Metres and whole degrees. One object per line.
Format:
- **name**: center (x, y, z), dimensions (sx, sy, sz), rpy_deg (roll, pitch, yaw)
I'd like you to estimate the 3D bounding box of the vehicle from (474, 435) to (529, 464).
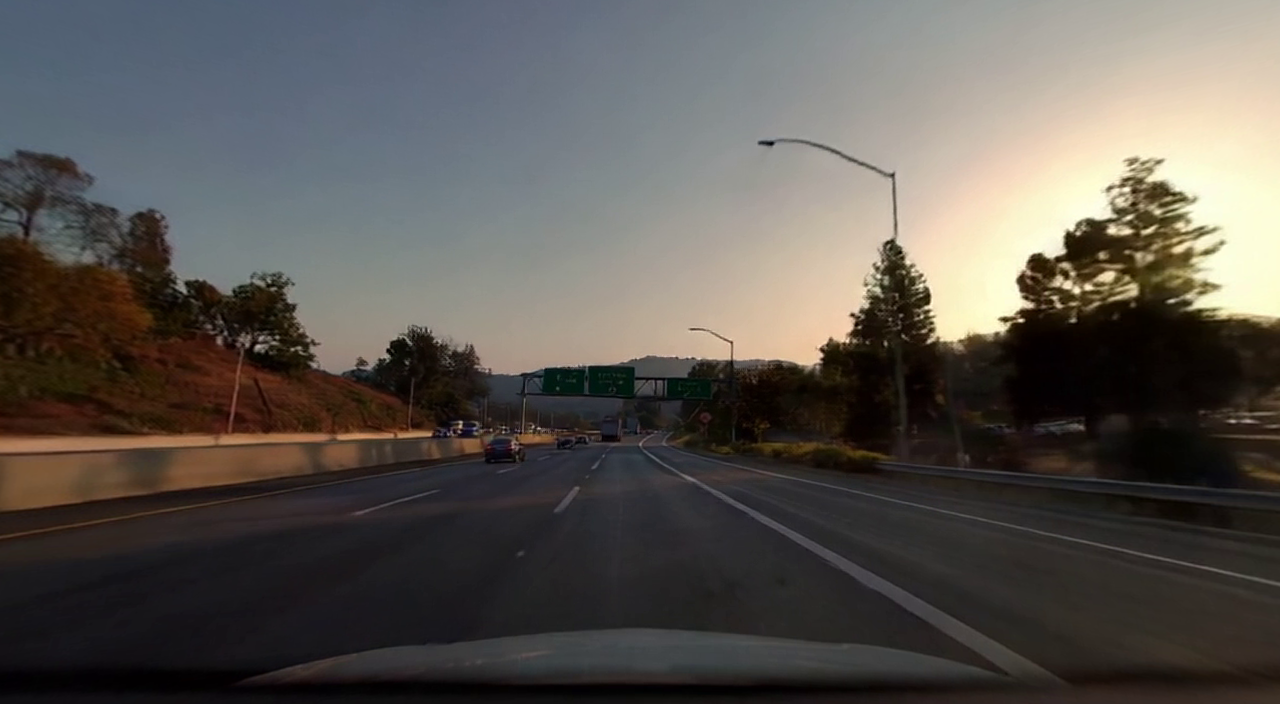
- **vehicle**: center (-7.589, 5.394, 35.019), dimensions (2.025, 1.494, 4.495), rpy_deg (0, -8, 0)
